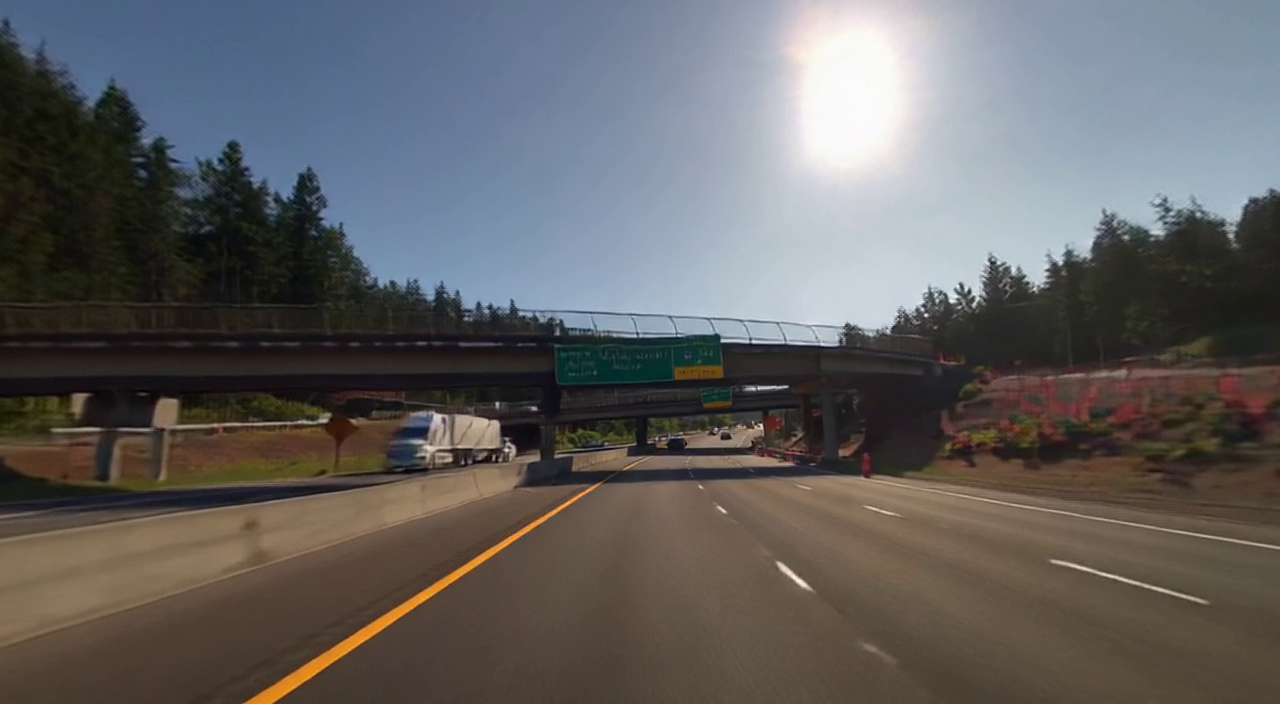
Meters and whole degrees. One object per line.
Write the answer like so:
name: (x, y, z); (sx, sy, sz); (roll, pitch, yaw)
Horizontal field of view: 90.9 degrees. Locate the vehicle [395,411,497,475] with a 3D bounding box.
vehicle: (-12.117, 5.848, 40.635); (3.010, 3.577, 9.124); (-1, -8, 4)
